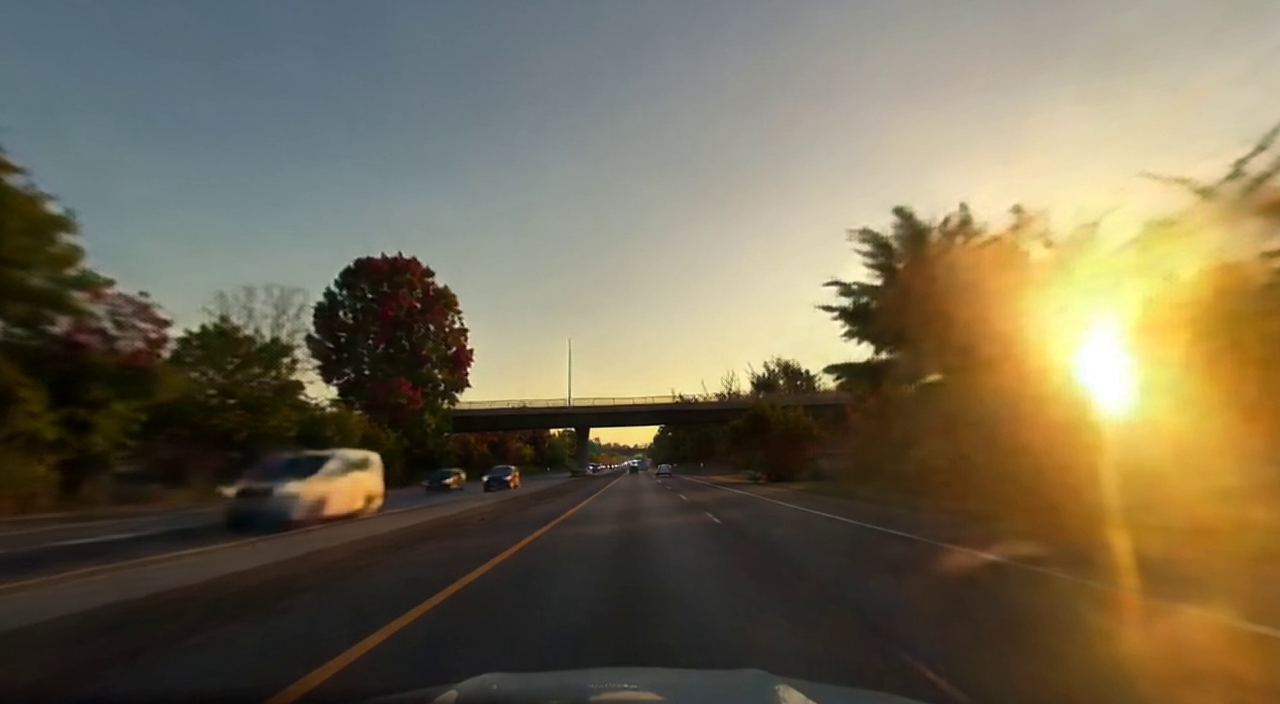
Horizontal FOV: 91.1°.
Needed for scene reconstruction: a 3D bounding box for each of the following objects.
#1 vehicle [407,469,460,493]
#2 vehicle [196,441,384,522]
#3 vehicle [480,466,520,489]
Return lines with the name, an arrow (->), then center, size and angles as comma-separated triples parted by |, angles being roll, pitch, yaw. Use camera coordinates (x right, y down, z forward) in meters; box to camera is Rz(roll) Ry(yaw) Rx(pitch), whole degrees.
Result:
vehicle -> -13.607, 8.494, 41.646 | 1.921, 1.467, 4.670 | 1, -10, 0
vehicle -> -9.117, 3.450, 17.022 | 2.250, 1.825, 4.768 | 1, -10, 0
vehicle -> -9.584, 8.604, 43.176 | 1.827, 1.492, 3.722 | 1, -10, 1
